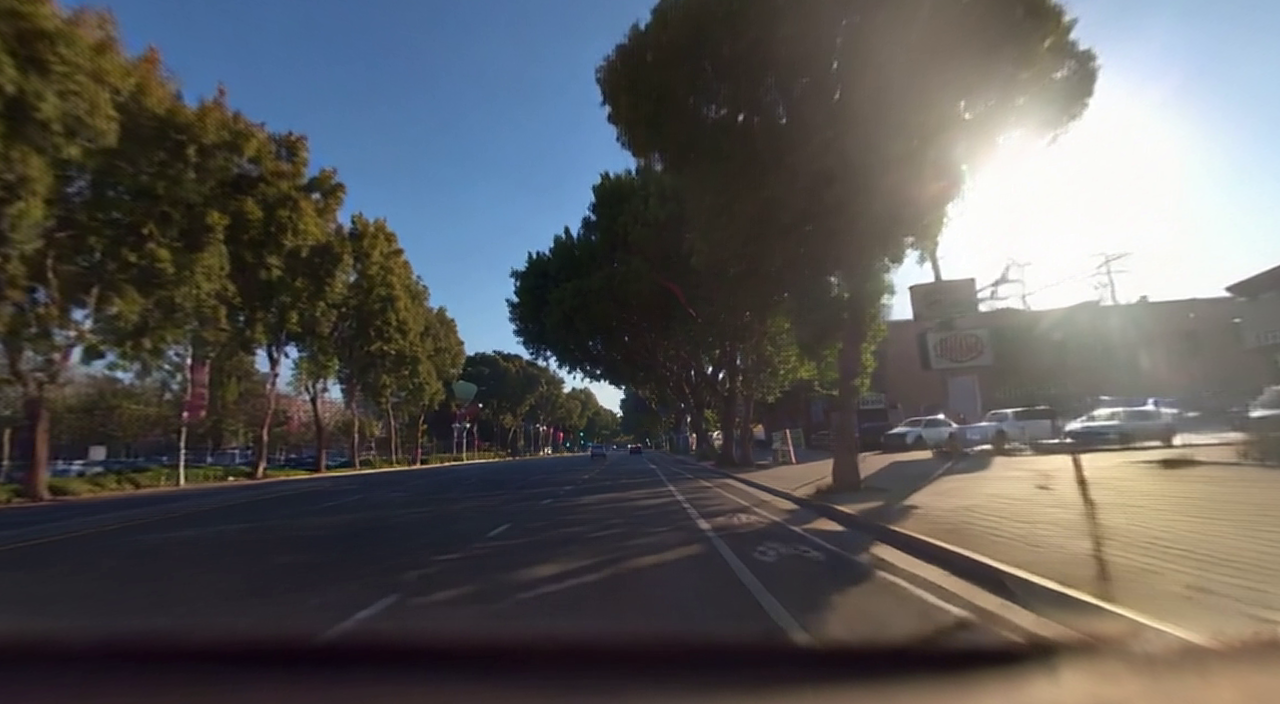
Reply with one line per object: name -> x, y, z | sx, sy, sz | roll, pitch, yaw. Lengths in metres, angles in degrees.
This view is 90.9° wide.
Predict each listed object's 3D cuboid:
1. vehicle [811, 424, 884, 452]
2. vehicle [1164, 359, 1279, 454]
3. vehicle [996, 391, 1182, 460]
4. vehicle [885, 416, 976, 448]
vehicle -> 12.569, 5.230, 38.318 | 3.742, 1.560, 1.822 | -1, -9, -2
vehicle -> 12.749, 1.108, 12.028 | 3.982, 1.652, 1.747 | 1, -9, -5
vehicle -> 11.931, 1.986, 16.911 | 3.618, 1.433, 1.661 | -5, -7, -1
vehicle -> 13.271, 3.689, 28.952 | 3.375, 1.411, 1.561 | 0, -9, 0
